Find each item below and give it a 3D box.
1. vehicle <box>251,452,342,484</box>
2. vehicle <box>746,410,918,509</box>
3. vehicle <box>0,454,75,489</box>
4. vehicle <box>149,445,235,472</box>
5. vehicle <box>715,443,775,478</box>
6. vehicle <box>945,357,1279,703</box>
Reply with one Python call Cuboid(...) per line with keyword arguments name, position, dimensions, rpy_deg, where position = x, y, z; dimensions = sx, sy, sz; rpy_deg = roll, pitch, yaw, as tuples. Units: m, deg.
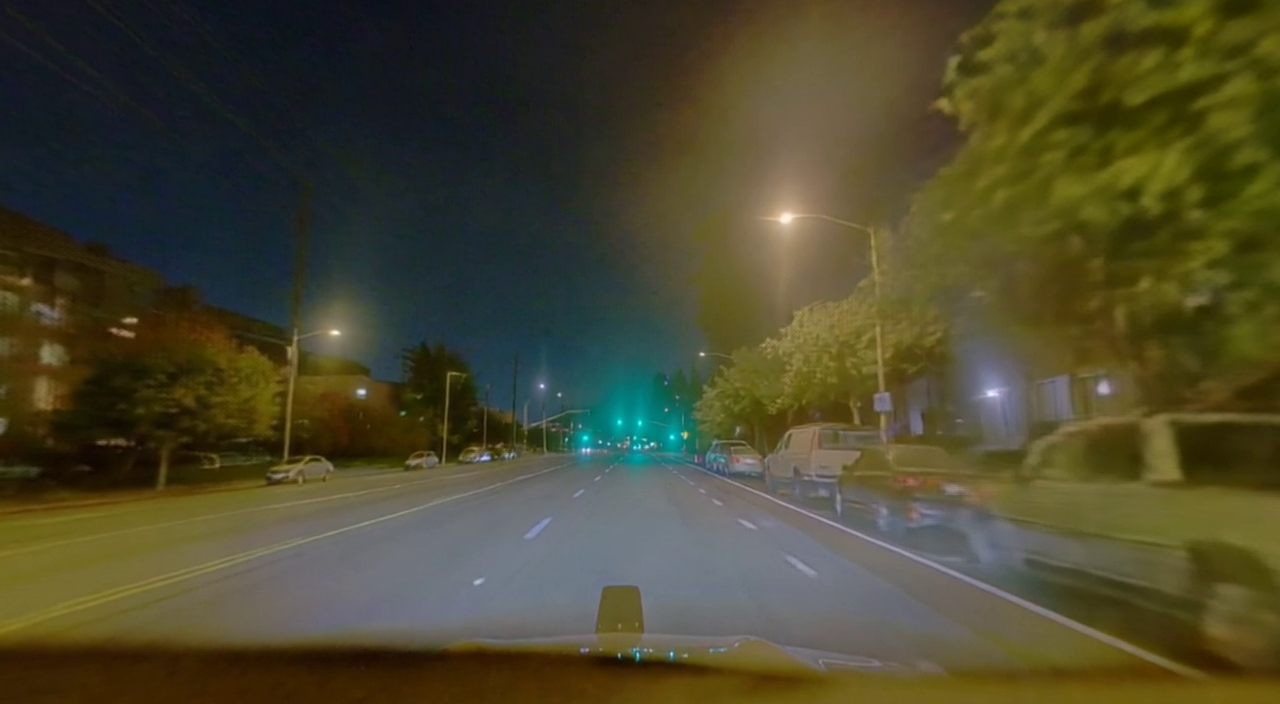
Cuboid(name="vehicle", position=(-17.670, 5.958, 32.823), dimensions=(2.039, 1.508, 4.613), rpy_deg=(0, -9, 1))
Cuboid(name="vehicle", position=(4.579, 2.712, 16.373), dimensions=(2.438, 2.086, 5.821), rpy_deg=(0, -9, -2))
Cuboid(name="vehicle", position=(-28.200, 5.280, 27.939), dimensions=(4.532, 1.456, 1.853), rpy_deg=(0, -9, 0))
Cuboid(name="vehicle", position=(-30.033, 7.121, 42.442), dimensions=(4.245, 1.668, 2.025), rpy_deg=(0, -7, -2))
Cuboid(name="vehicle", position=(4.625, 4.849, 28.557), dimensions=(1.844, 1.426, 4.916), rpy_deg=(0, -9, 0))
Cuboid(name="vehicle", position=(4.589, 1.118, 4.331), dimensions=(2.260, 1.882, 5.362), rpy_deg=(0, -9, -1))
